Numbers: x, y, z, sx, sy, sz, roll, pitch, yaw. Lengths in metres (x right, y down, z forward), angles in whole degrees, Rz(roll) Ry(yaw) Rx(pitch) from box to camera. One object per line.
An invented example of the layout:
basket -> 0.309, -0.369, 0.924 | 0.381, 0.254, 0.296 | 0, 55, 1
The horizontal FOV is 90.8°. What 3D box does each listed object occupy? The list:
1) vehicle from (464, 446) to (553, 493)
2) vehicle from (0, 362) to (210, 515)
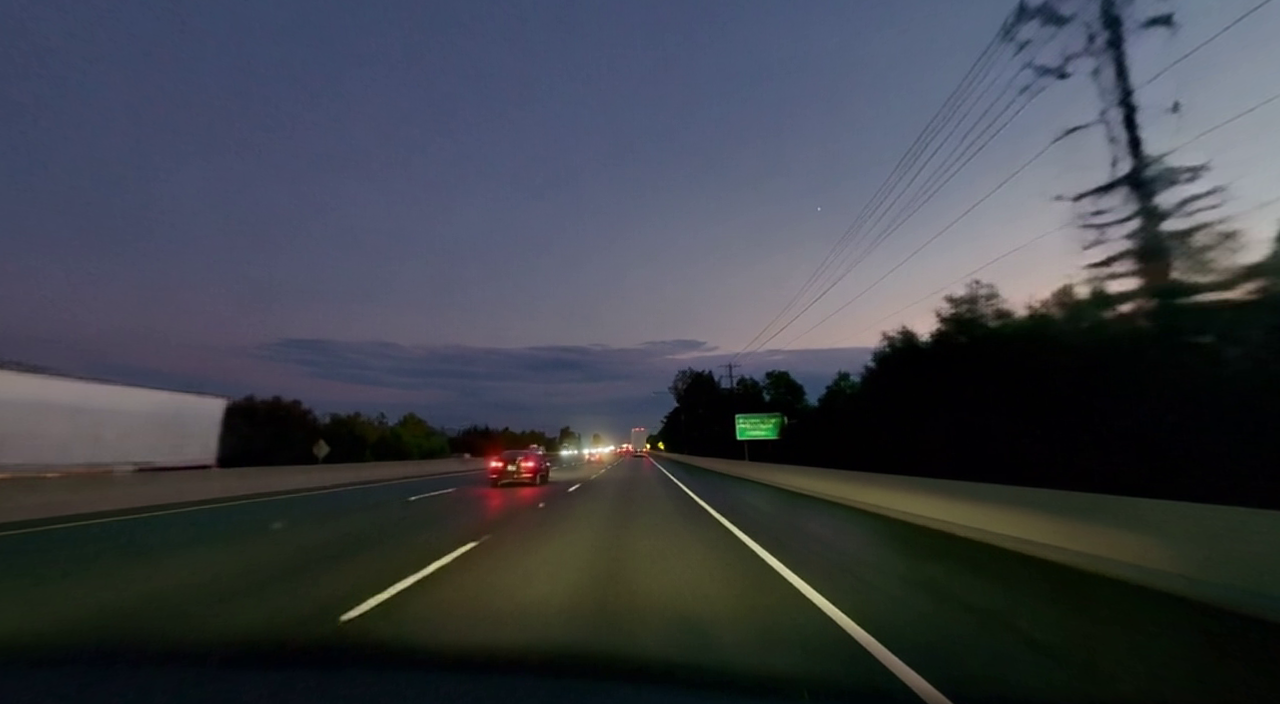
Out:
vehicle -> -4.401, 4.025, 21.881 | 2.106, 1.445, 4.404 | 0, -9, 0
vehicle -> -18.214, 2.462, 17.705 | 2.907, 3.949, 13.475 | 0, -9, -1
